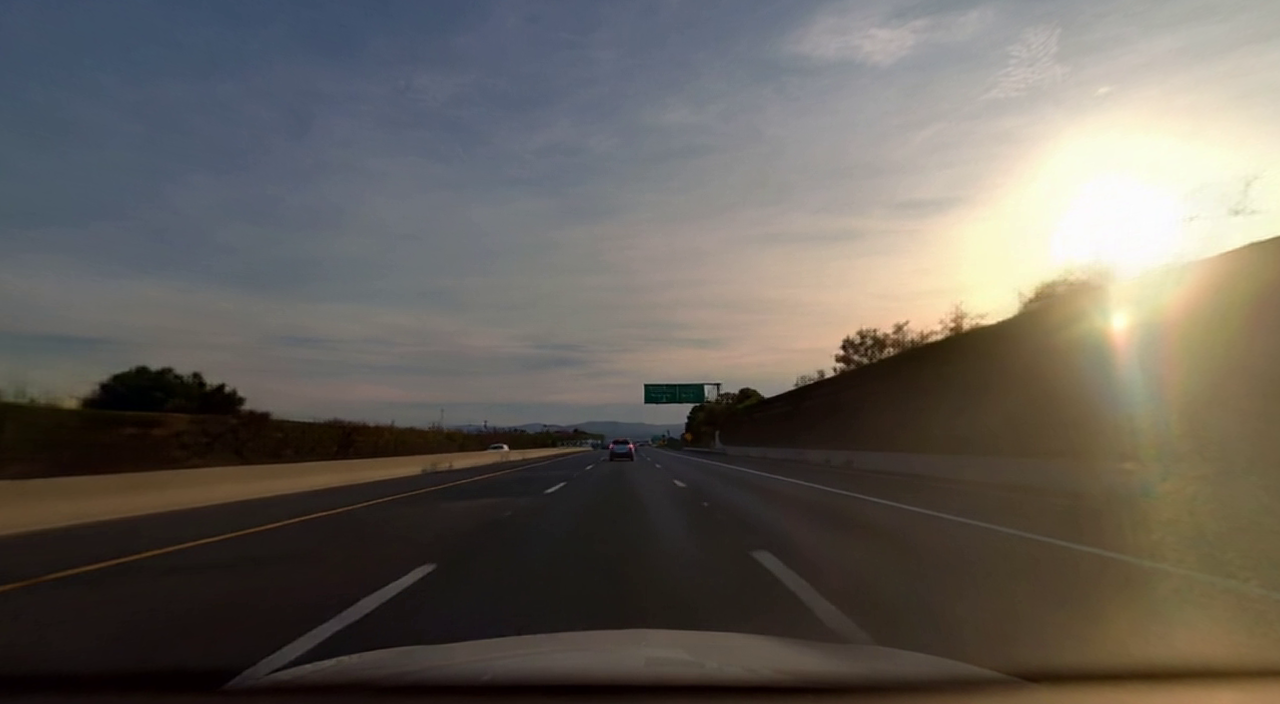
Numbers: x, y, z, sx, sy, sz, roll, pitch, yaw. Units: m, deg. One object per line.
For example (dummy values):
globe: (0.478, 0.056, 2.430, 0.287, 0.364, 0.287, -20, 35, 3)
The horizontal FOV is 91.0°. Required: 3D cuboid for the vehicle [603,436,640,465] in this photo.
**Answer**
vehicle: (-1.119, 5.991, 38.401, 2.111, 1.635, 4.177, 0, -8, -1)
